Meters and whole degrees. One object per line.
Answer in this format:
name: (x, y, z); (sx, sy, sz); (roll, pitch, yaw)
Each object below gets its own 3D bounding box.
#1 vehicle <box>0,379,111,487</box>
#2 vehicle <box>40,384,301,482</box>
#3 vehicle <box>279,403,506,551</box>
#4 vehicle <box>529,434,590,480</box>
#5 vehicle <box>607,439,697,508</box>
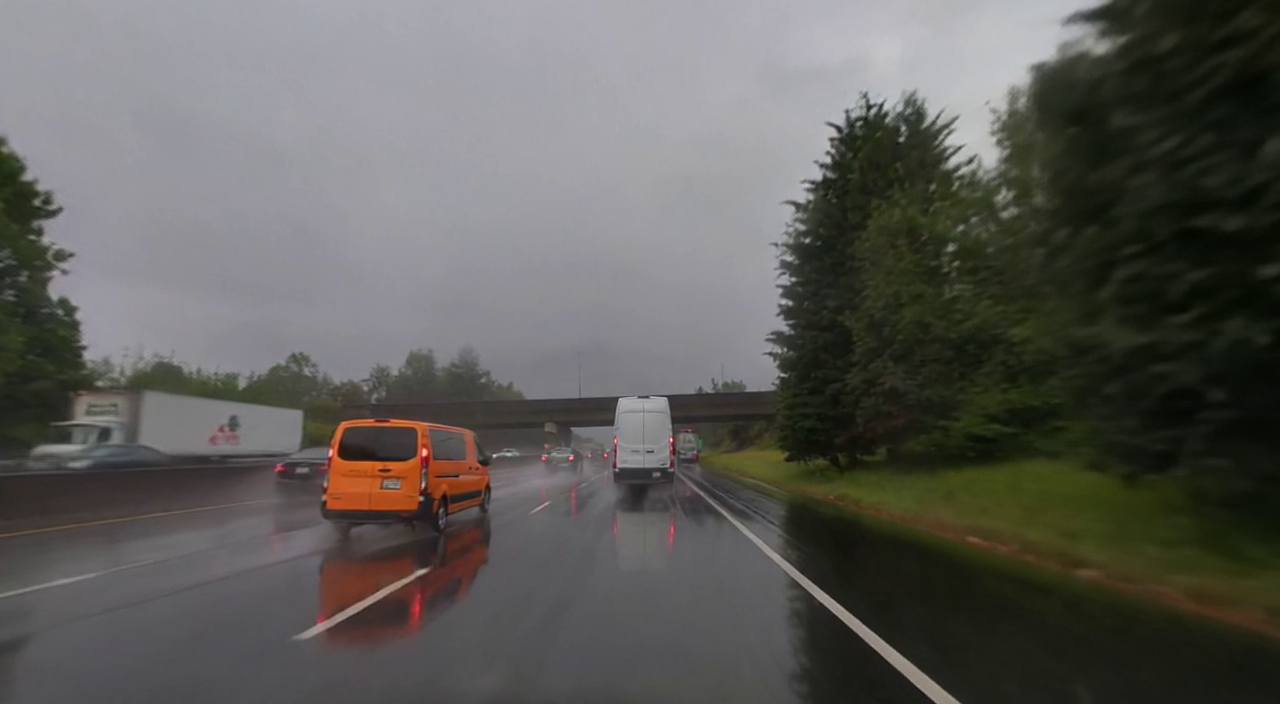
vehicle: (-23.665, 3.203, 24.934); (2.891, 4.015, 2.438); (0, -9, 3)
vehicle: (-23.514, 4.491, 33.523); (2.813, 4.101, 14.020); (0, -9, 1)
vehicle: (-3.601, 1.913, 10.115); (1.951, 1.882, 3.979); (0, -9, 0)
vehicle: (-3.418, 4.596, 27.688); (2.068, 1.862, 4.234); (0, -9, 1)
vehicle: (0.249, 2.945, 15.609); (1.991, 1.507, 3.391); (0, -9, -1)
